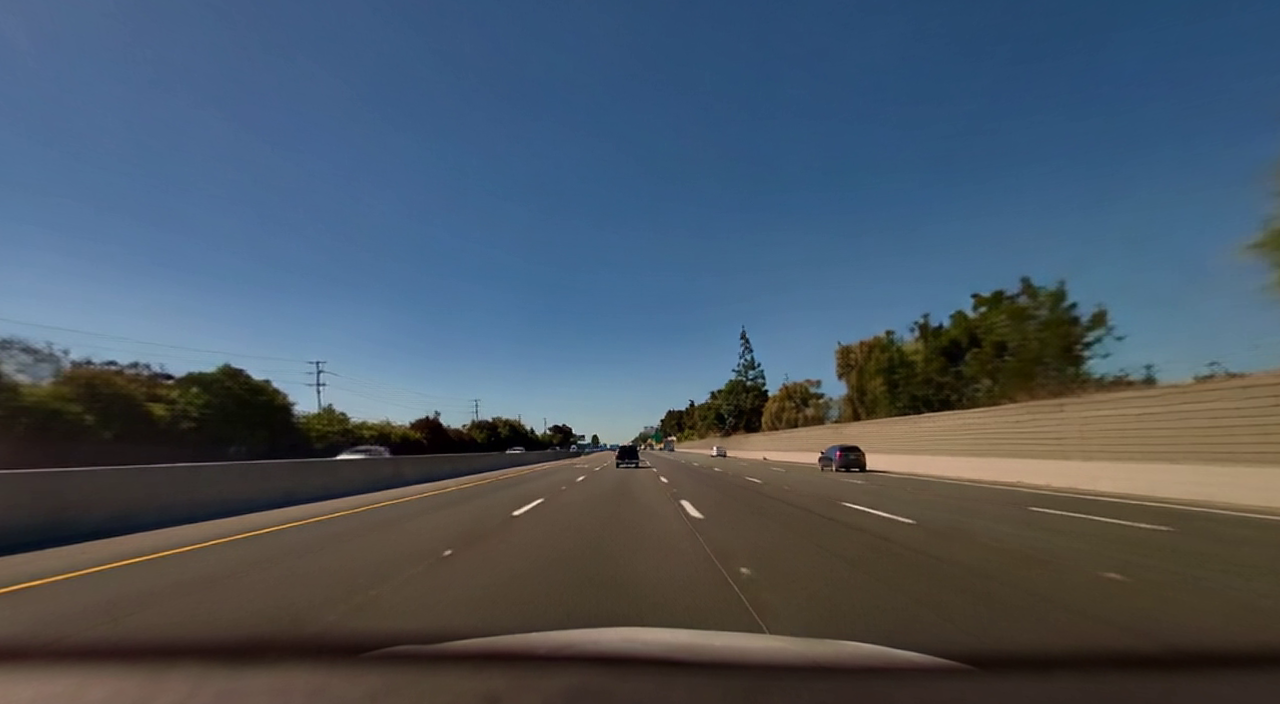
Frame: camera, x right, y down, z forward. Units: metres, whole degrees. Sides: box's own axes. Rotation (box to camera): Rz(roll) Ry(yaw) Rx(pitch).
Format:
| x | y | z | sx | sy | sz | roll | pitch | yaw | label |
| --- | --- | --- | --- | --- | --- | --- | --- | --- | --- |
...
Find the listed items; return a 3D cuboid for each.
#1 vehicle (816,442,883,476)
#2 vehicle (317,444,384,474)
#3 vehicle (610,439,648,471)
| x | y | z | sx | sy | sz | roll | pitch | yaw | label |
| --- | --- | --- | --- | --- | --- | --- | --- | --- | --- |
| 11.088 | 5.658 | 33.777 | 1.912 | 1.673 | 4.438 | 0 | -9 | -1 | vehicle |
| -15.056 | 5.559 | 33.050 | 1.778 | 1.493 | 3.619 | 0 | -9 | 0 | vehicle |
| -0.676 | 6.149 | 37.866 | 2.121 | 1.739 | 4.087 | 0 | -9 | -1 | vehicle |
